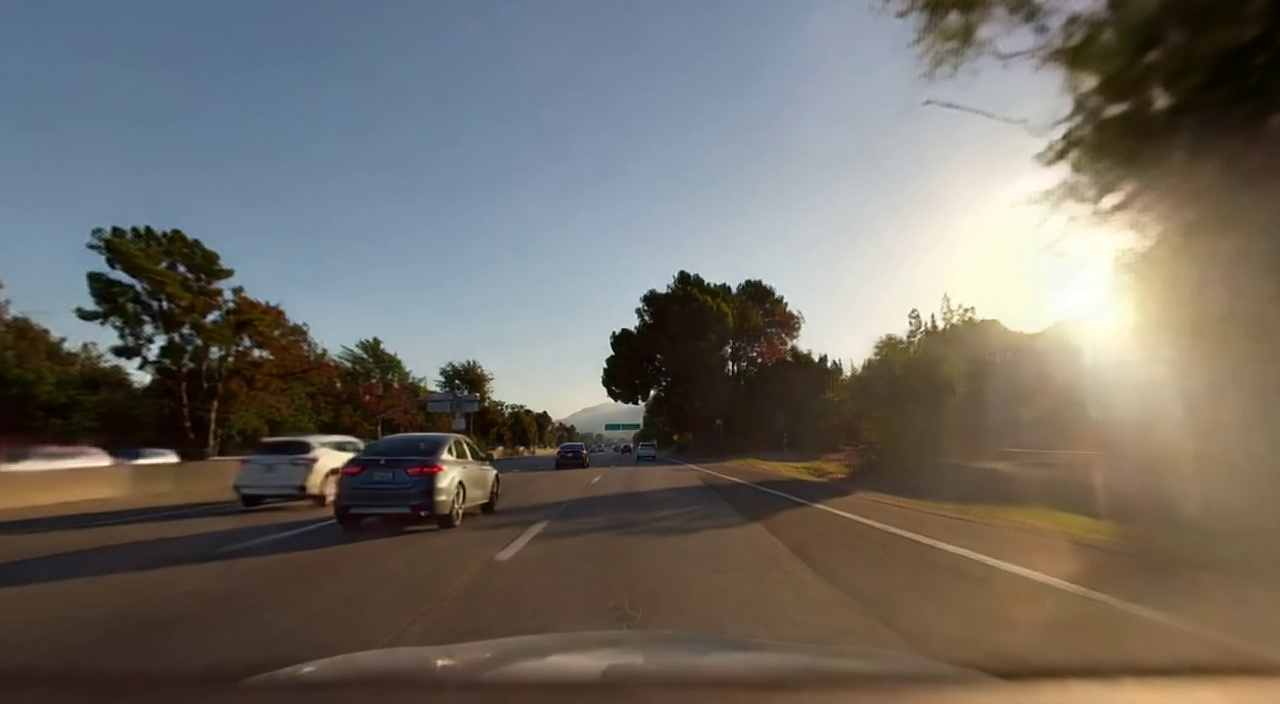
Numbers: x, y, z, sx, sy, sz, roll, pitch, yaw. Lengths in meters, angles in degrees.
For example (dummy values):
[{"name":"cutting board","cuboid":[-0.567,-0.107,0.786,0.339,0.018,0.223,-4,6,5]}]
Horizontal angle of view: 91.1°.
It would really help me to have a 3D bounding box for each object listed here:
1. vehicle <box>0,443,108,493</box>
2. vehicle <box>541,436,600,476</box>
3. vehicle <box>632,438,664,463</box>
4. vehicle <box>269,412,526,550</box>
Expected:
[{"name":"vehicle","cuboid":[-21.030,3.890,21.313,1.907,1.566,4.459,0,-9,1]},{"name":"vehicle","cuboid":[-3.027,4.647,28.270,2.056,1.679,4.204,0,-9,1]},{"name":"vehicle","cuboid":[0.607,7.441,47.400,2.285,1.797,4.478,0,-9,0]},{"name":"vehicle","cuboid":[-3.437,1.956,10.293,2.040,1.672,5.122,0,-8,2]}]
